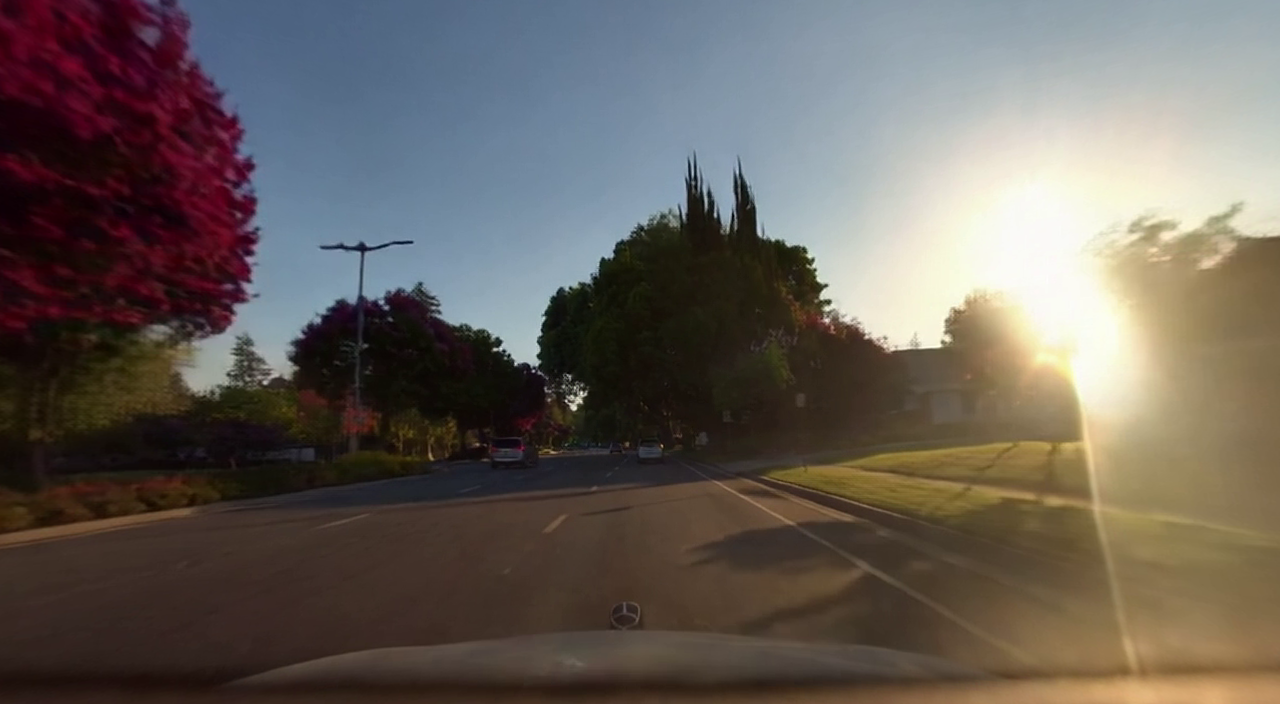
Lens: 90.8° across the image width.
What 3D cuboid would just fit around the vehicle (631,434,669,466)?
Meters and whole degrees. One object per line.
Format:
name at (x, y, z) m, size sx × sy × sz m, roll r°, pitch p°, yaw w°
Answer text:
vehicle at (0.579, 5.785, 37.336) m, size 2.070 × 1.764 × 4.552 m, roll 0°, pitch -8°, yaw 0°

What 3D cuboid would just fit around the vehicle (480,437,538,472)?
vehicle at (-6.679, 5.266, 32.714) m, size 1.993 × 1.657 × 4.487 m, roll -1°, pitch -8°, yaw 1°
